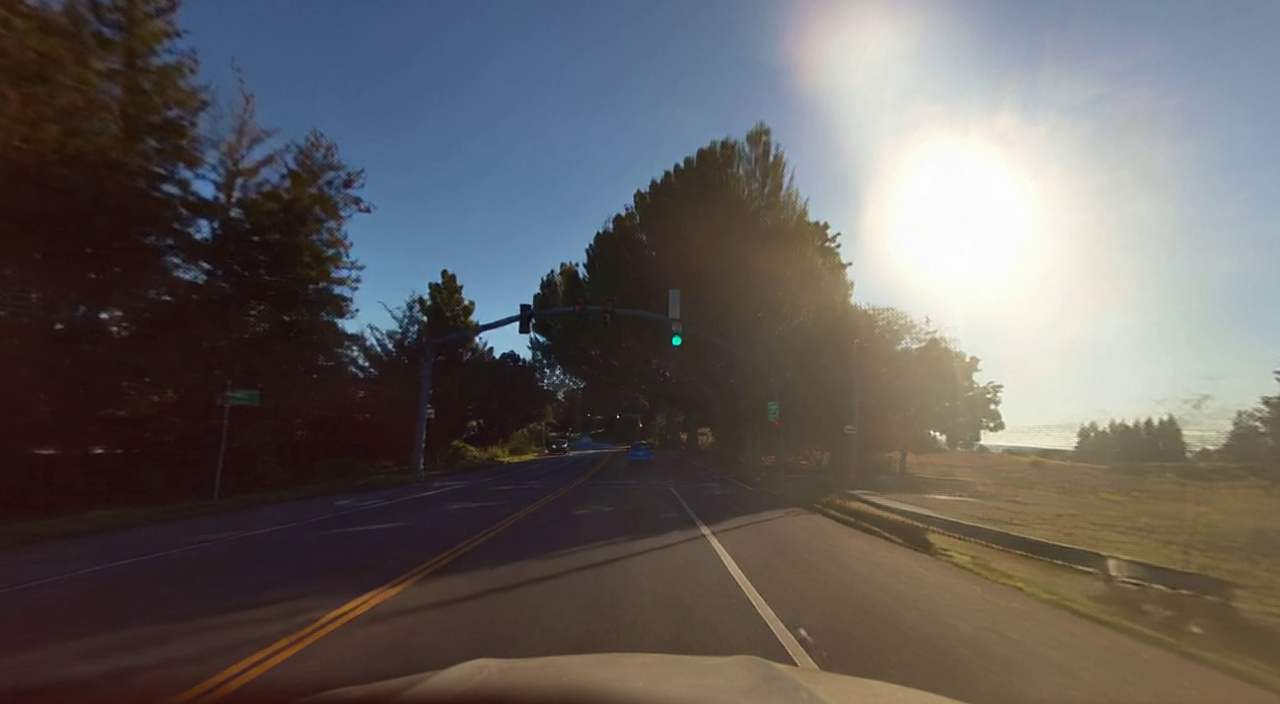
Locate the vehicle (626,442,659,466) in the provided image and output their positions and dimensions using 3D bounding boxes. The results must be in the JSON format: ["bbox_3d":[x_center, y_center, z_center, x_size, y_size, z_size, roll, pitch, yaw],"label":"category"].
[{"bbox_3d":[0.202,6.694,41.702,2.042,1.489,3.963,0,-9,1],"label":"vehicle"}]
